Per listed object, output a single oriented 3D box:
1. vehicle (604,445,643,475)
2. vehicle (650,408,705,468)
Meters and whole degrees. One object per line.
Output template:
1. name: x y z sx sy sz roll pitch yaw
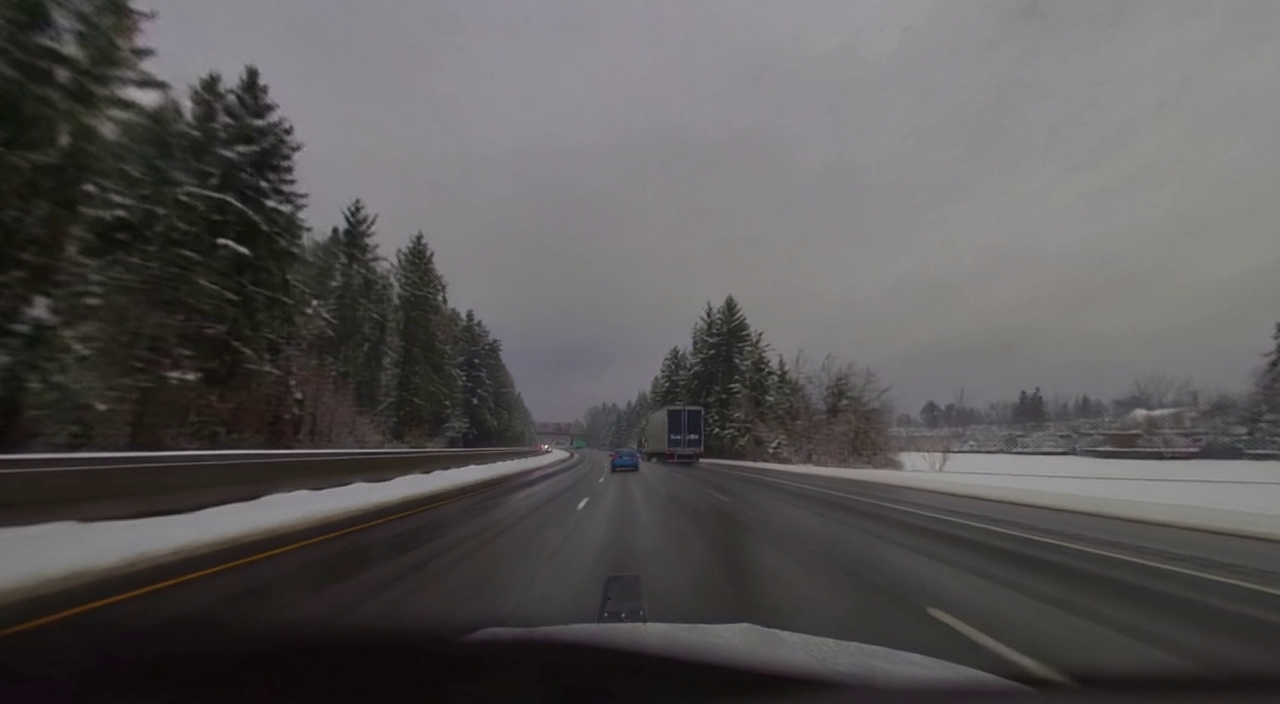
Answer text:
1. vehicle: -0.843 5.599 32.850 1.913 1.460 3.610 0 -9 -2
2. vehicle: 2.618 6.931 49.696 2.951 4.012 14.203 1 -9 -2
